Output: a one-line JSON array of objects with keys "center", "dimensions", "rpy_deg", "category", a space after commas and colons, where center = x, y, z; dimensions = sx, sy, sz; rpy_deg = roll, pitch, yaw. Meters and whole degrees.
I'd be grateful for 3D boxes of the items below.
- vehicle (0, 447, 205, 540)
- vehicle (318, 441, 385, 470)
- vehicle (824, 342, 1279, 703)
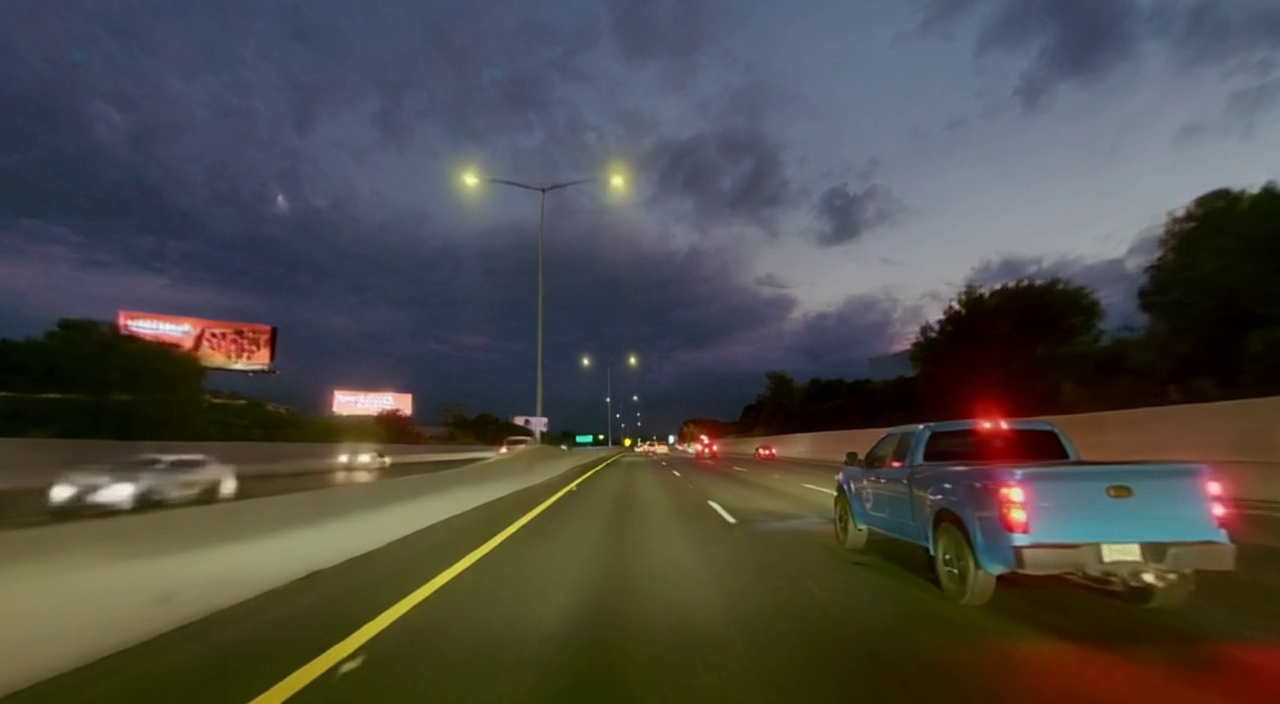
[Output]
[{"center": [-10.877, 2.605, 12.314], "dimensions": [1.834, 1.445, 4.127], "rpy_deg": [0, -8, 0], "category": "vehicle"}, {"center": [-18.281, 6.578, 40.342], "dimensions": [1.894, 1.693, 5.000], "rpy_deg": [0, -9, 0], "category": "vehicle"}, {"center": [3.104, 1.121, 4.947], "dimensions": [1.973, 1.710, 4.476], "rpy_deg": [0, -8, 0], "category": "vehicle"}]
